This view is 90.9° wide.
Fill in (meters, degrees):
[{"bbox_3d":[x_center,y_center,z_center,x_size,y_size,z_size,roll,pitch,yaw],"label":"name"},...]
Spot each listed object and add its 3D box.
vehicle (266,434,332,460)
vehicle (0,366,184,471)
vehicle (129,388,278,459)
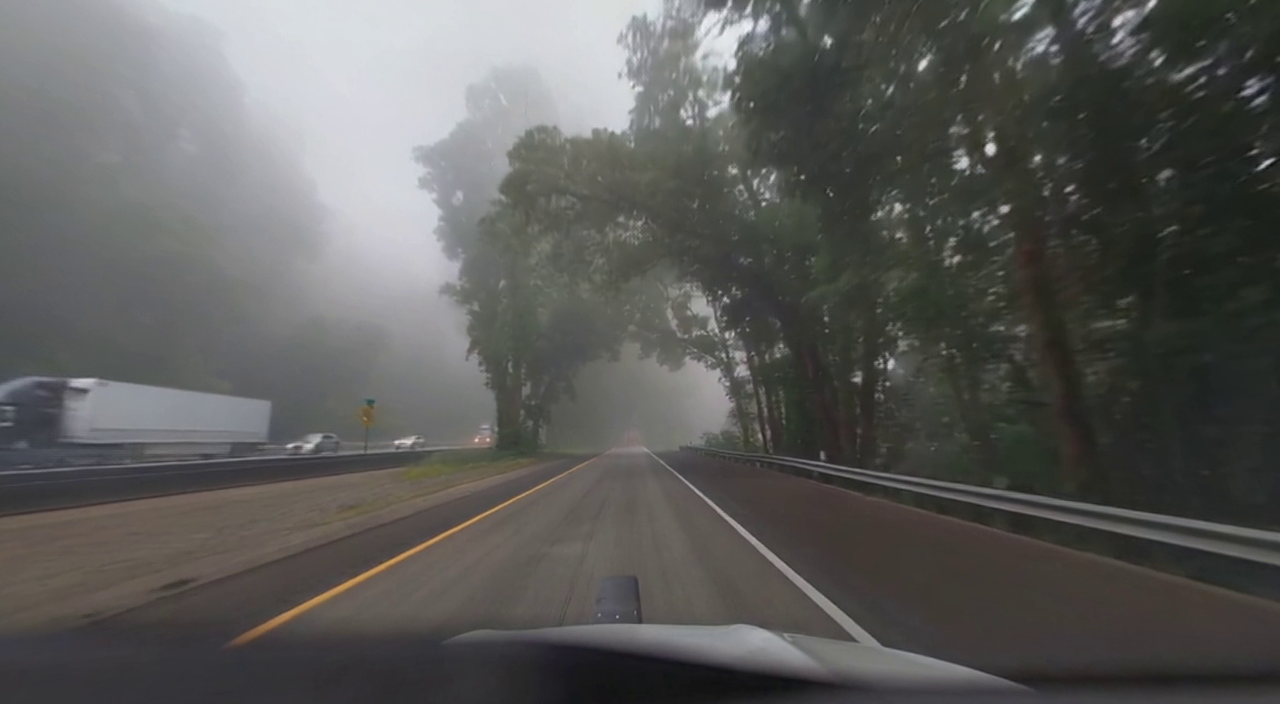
[{"bbox_3d":[-20.624,5.753,38.267,1.823,1.457,4.109,0,-8,-2],"label":"vehicle"},{"bbox_3d":[-24.130,2.875,26.234,2.975,3.670,9.888,0,-8,-1],"label":"vehicle"},{"bbox_3d":[-24.332,4.131,35.790,2.814,3.541,7.810,0,-8,-1],"label":"vehicle"}]
